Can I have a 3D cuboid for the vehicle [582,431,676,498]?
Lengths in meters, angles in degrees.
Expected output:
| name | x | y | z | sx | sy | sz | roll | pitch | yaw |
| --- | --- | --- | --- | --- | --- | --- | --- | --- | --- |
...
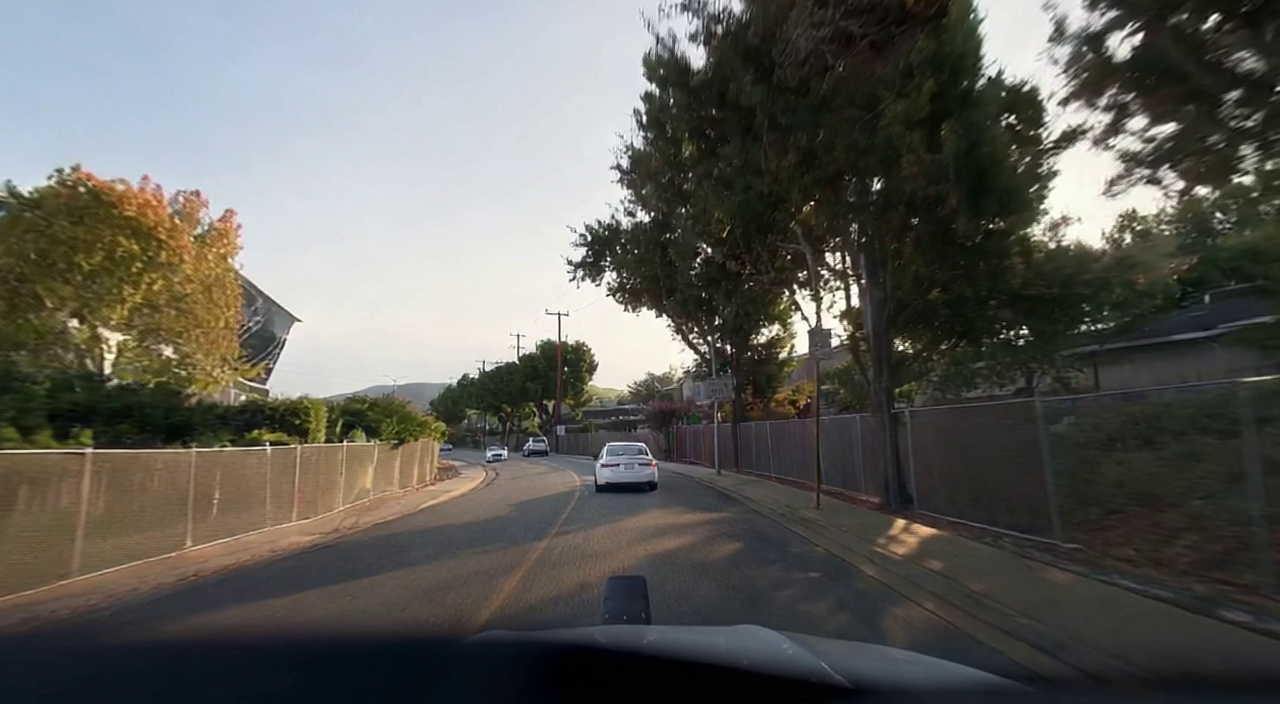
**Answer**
| name | x | y | z | sx | sy | sz | roll | pitch | yaw |
| --- | --- | --- | --- | --- | --- | --- | --- | --- | --- |
| vehicle | -0.417 | 2.829 | 16.320 | 2.060 | 1.487 | 3.920 | 1 | -8 | -6 |
